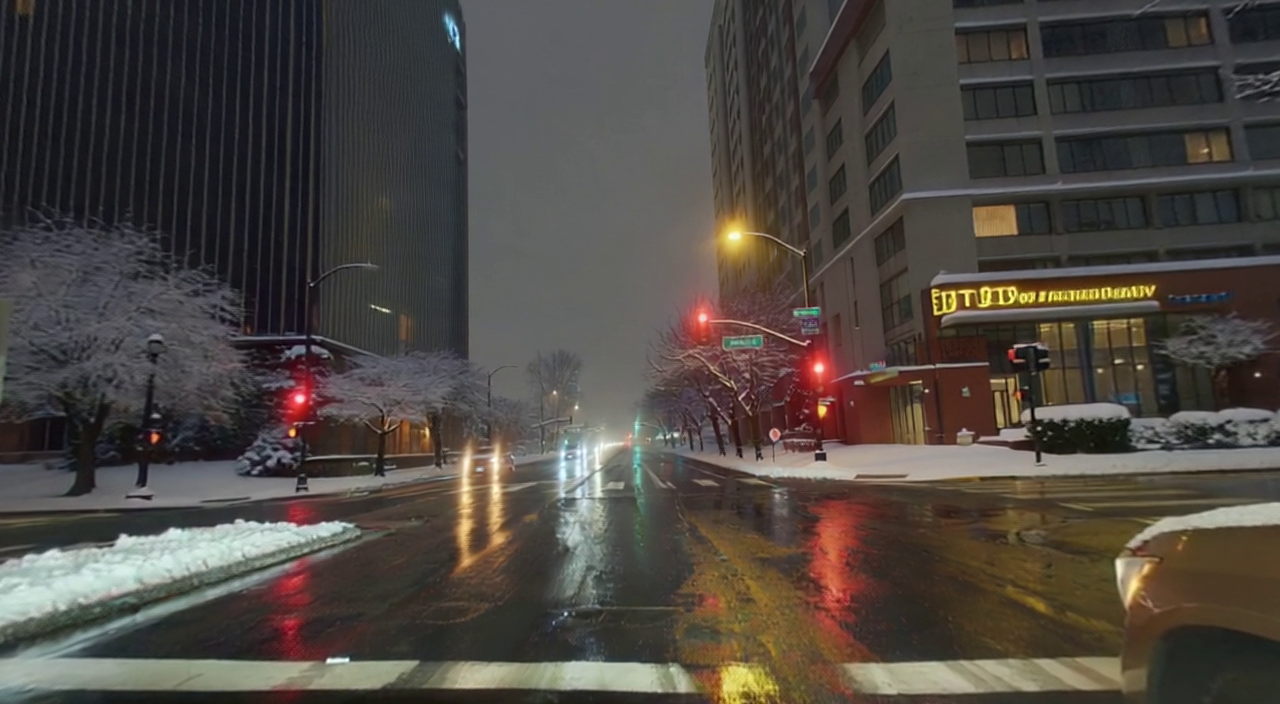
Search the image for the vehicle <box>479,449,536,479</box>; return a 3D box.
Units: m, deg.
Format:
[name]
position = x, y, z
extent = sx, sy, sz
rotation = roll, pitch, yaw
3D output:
[vehicle]
position = -6.932, 5.887, 33.501
extent = 1.893, 1.451, 4.276
rotation = -1, -9, 3
